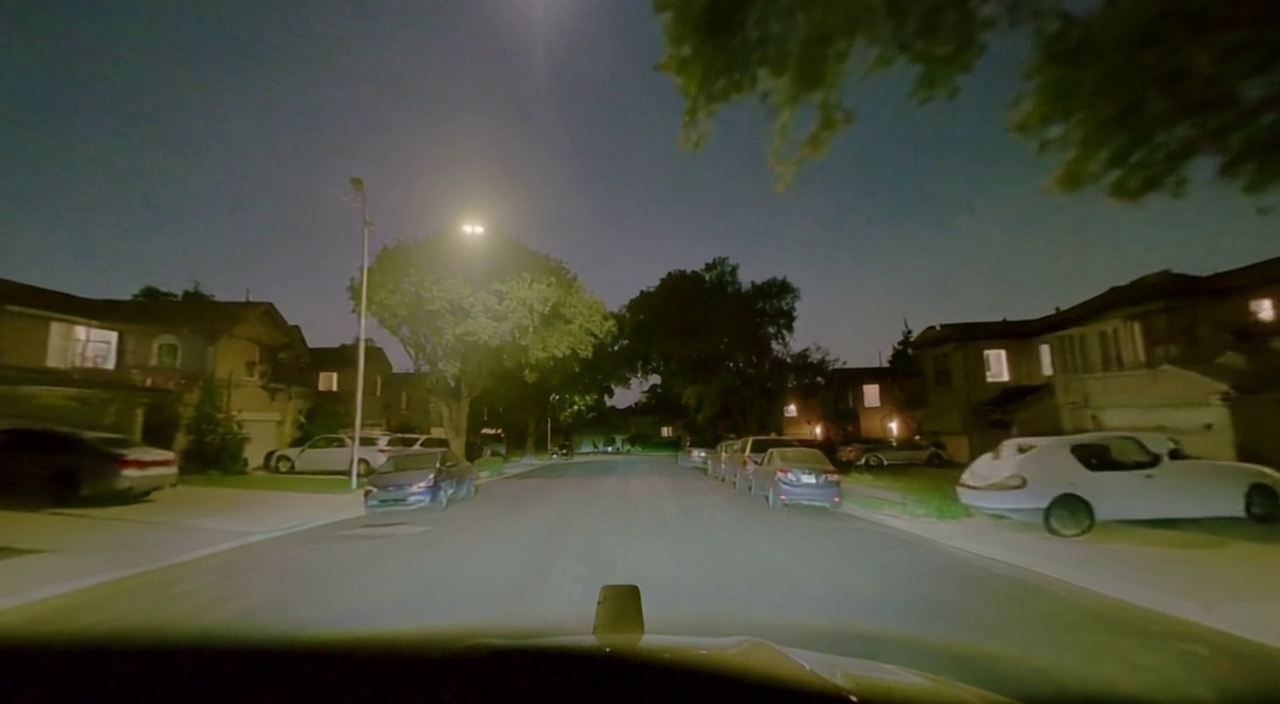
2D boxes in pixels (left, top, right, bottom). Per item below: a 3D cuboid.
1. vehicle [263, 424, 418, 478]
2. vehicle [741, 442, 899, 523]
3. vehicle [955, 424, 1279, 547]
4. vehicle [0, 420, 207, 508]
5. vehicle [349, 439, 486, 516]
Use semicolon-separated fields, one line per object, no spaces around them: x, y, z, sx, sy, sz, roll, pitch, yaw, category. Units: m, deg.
-10.988;3.660;23.536;4.641;1.844;2.243;0;-8;-6;vehicle
3.752;2.789;14.237;2.042;1.456;4.903;0;-8;-1;vehicle
7.322;1.791;8.822;4.818;1.502;1.867;0;-8;1;vehicle
-11.100;2.039;11.699;4.609;1.463;2.023;0;-8;-3;vehicle
-5.267;2.977;15.608;1.943;1.602;4.172;0;-8;-1;vehicle
